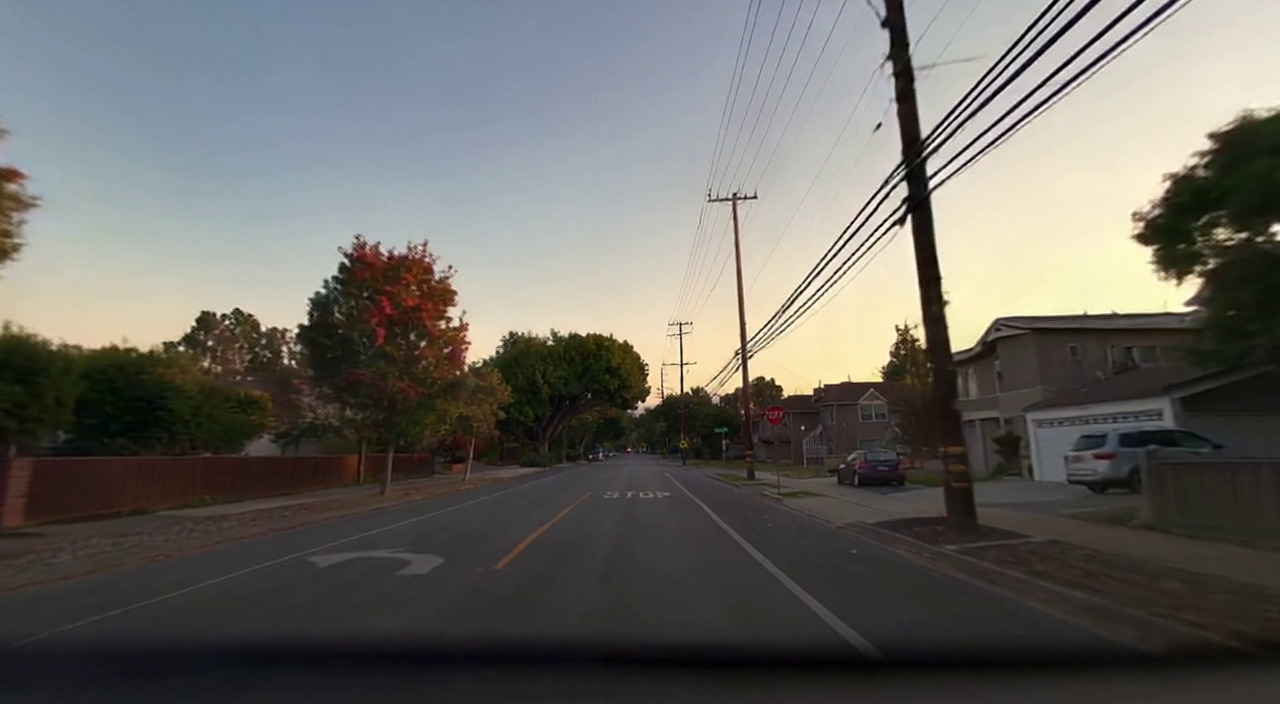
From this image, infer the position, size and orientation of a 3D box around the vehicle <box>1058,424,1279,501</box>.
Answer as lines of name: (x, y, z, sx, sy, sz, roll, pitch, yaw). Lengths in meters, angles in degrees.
vehicle: (15.196, 3.053, 17.650, 5.188, 1.955, 2.444, 0, -9, 1)

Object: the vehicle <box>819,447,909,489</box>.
vehicle: (8.694, 4.502, 24.936, 1.811, 1.491, 4.407, 0, -9, -2)
